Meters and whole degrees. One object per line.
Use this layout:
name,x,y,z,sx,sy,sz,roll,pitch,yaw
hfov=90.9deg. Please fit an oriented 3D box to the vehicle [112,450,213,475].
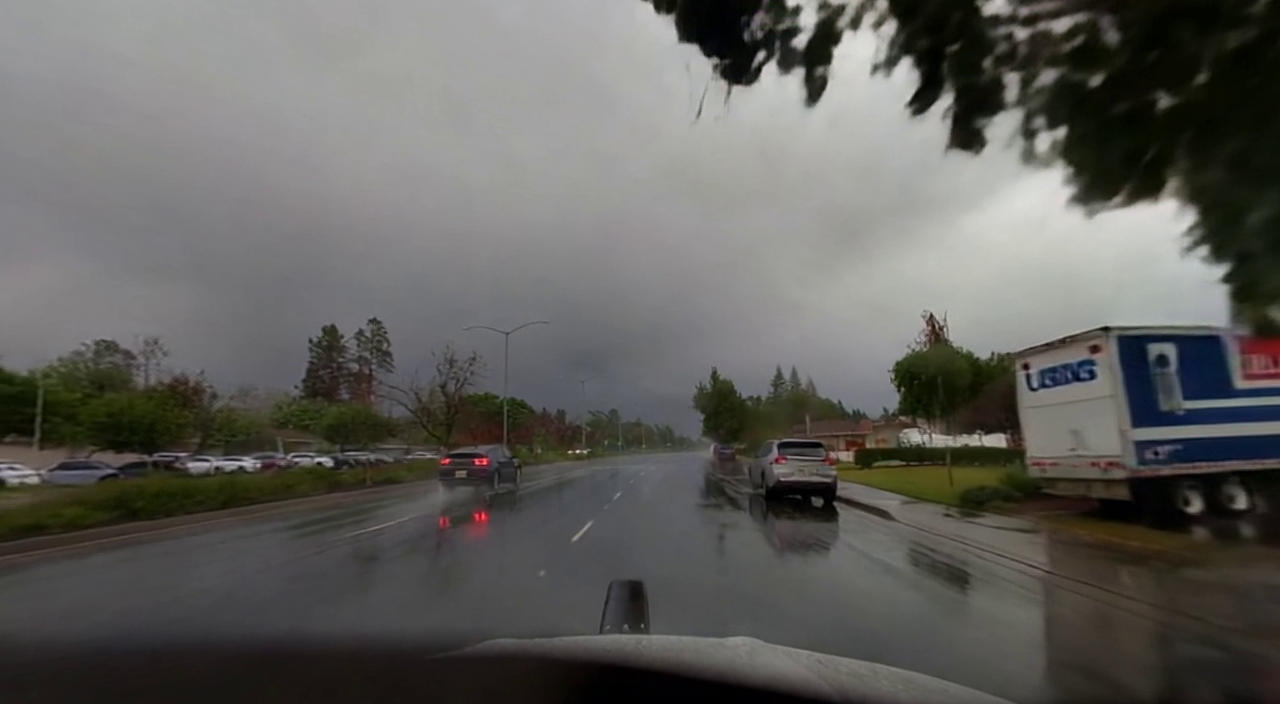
vehicle,-29.552,6.860,39.153,4.481,1.441,1.960,2,-9,-9

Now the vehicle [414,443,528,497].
vehicle,-5.140,3.640,19.938,2.060,1.473,4.645,0,-9,3

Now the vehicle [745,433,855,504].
vehicle,4.266,3.176,17.684,2.064,1.697,4.718,0,-9,3

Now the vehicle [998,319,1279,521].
vehicle,11.469,1.293,12.386,7.138,3.310,2.943,0,-9,-10
